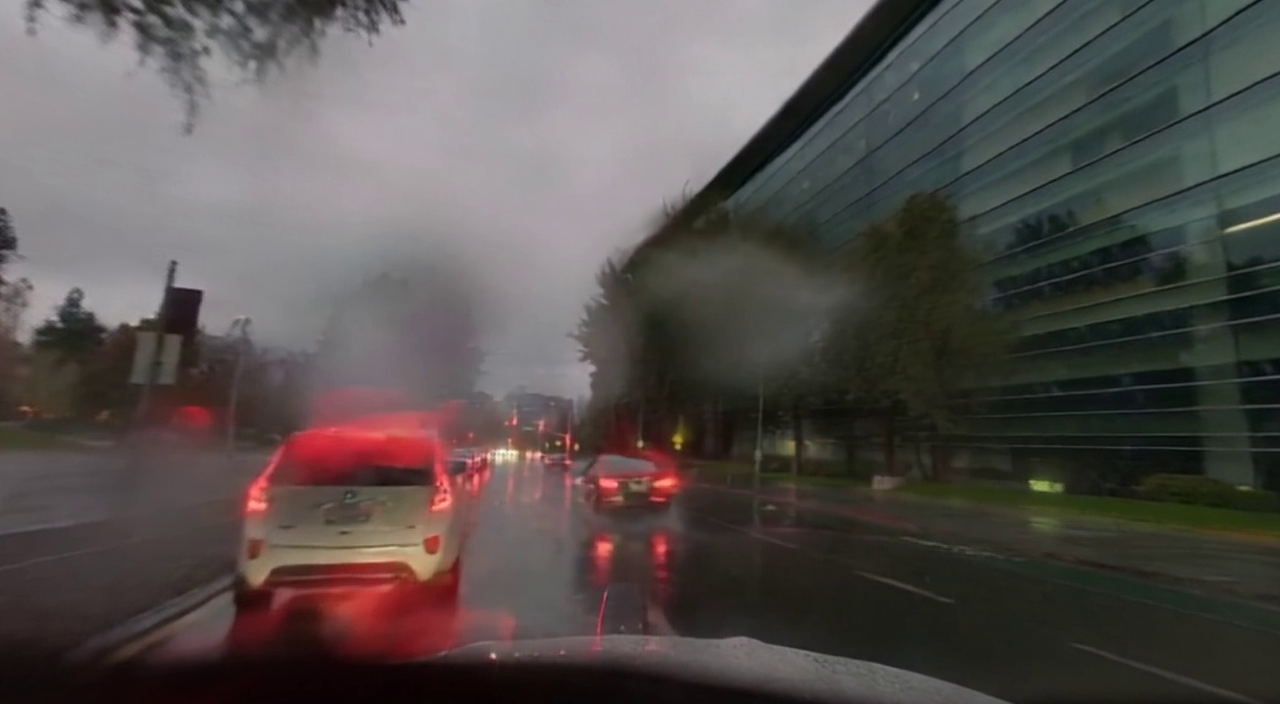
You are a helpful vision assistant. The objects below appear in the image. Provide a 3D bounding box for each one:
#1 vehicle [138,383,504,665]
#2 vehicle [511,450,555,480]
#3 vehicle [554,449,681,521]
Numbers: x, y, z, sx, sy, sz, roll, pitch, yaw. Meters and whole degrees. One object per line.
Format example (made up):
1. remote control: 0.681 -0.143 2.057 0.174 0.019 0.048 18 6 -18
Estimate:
1. vehicle: -2.974 1.510 6.820 2.275 1.819 4.883 3 -9 -19
2. vehicle: -7.034 7.304 40.840 2.301 1.716 4.856 5 -10 -14
3. vehicle: -0.809 3.517 17.212 2.205 1.537 4.895 7 -10 -16
